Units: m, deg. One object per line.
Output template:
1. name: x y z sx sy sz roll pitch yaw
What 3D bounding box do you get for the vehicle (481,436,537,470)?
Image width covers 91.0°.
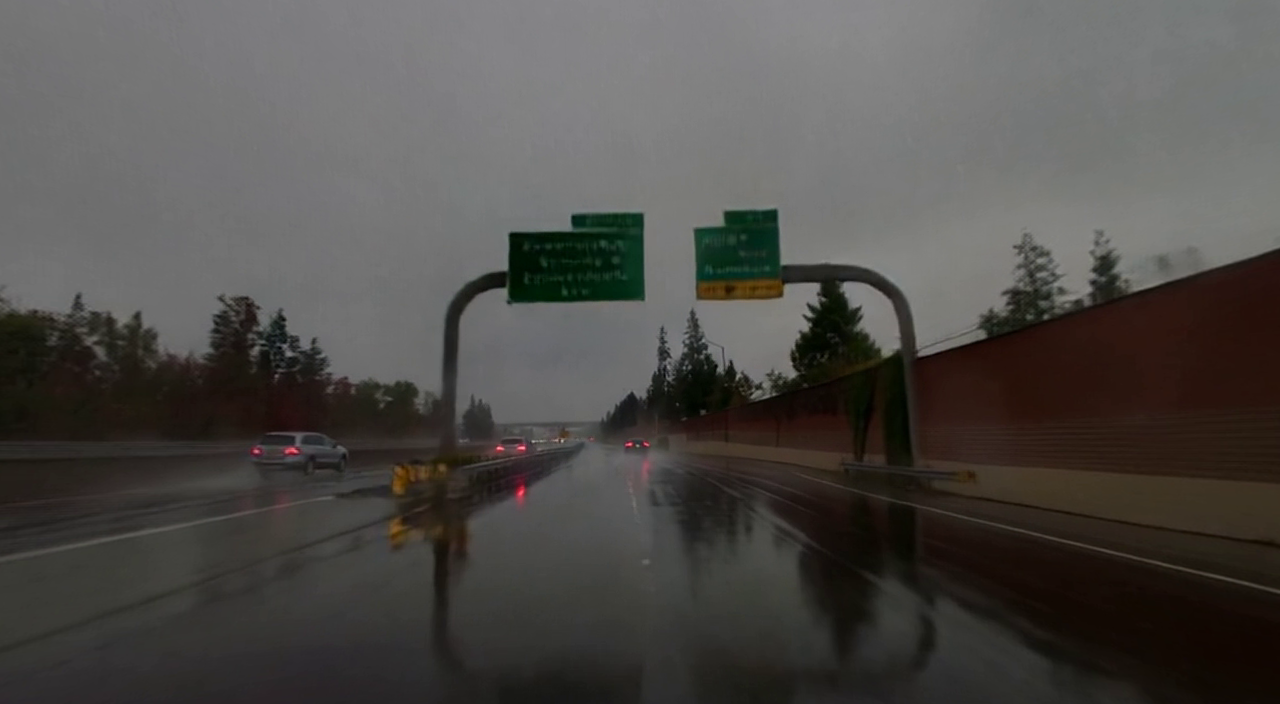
1. vehicle: -7.097 5.517 34.645 2.151 1.707 4.759 1 -9 -2

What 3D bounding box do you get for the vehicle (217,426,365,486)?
1. vehicle: -10.651 3.224 19.719 2.025 1.618 4.683 1 -9 -2
